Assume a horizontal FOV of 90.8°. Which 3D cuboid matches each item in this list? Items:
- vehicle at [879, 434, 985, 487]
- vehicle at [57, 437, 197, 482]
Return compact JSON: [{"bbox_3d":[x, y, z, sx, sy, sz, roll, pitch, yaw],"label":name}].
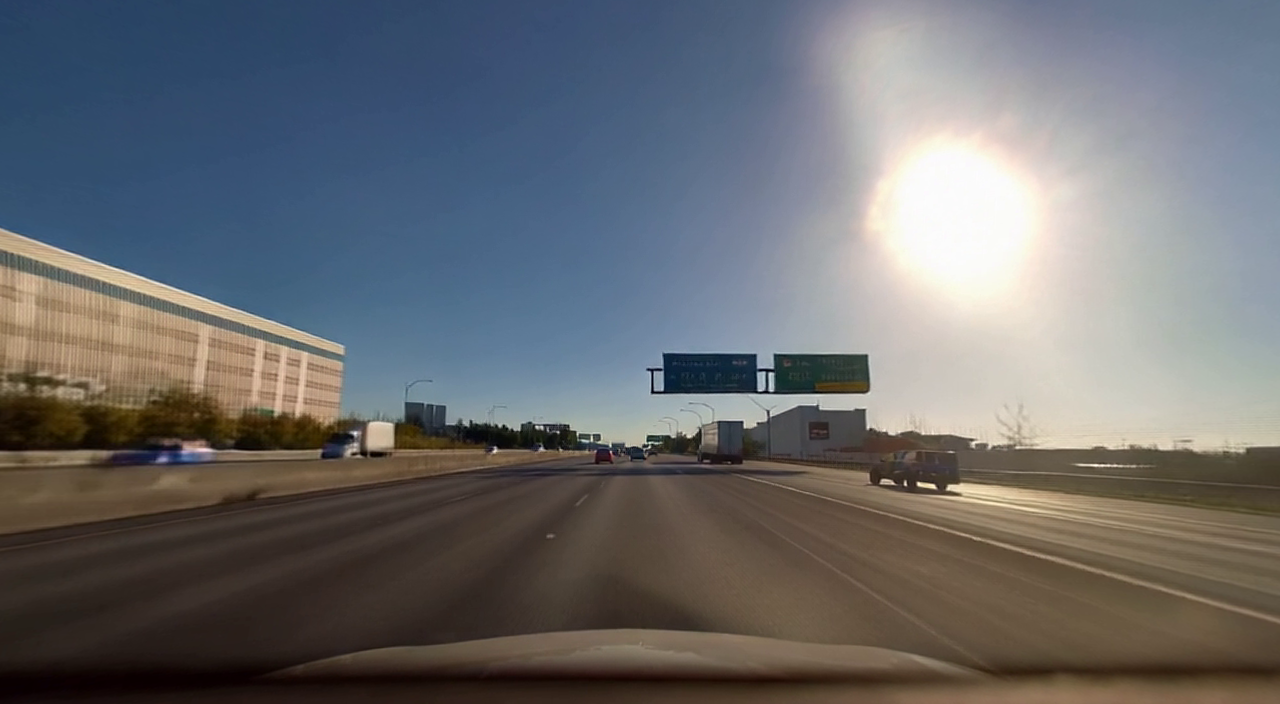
[{"bbox_3d":[14.063,5.277,30.899,2.411,2.326,5.300,0,-9,-3],"label":"vehicle"},{"bbox_3d":[-19.772,4.168,24.631,1.851,1.570,4.280,0,-9,0],"label":"vehicle"}]
